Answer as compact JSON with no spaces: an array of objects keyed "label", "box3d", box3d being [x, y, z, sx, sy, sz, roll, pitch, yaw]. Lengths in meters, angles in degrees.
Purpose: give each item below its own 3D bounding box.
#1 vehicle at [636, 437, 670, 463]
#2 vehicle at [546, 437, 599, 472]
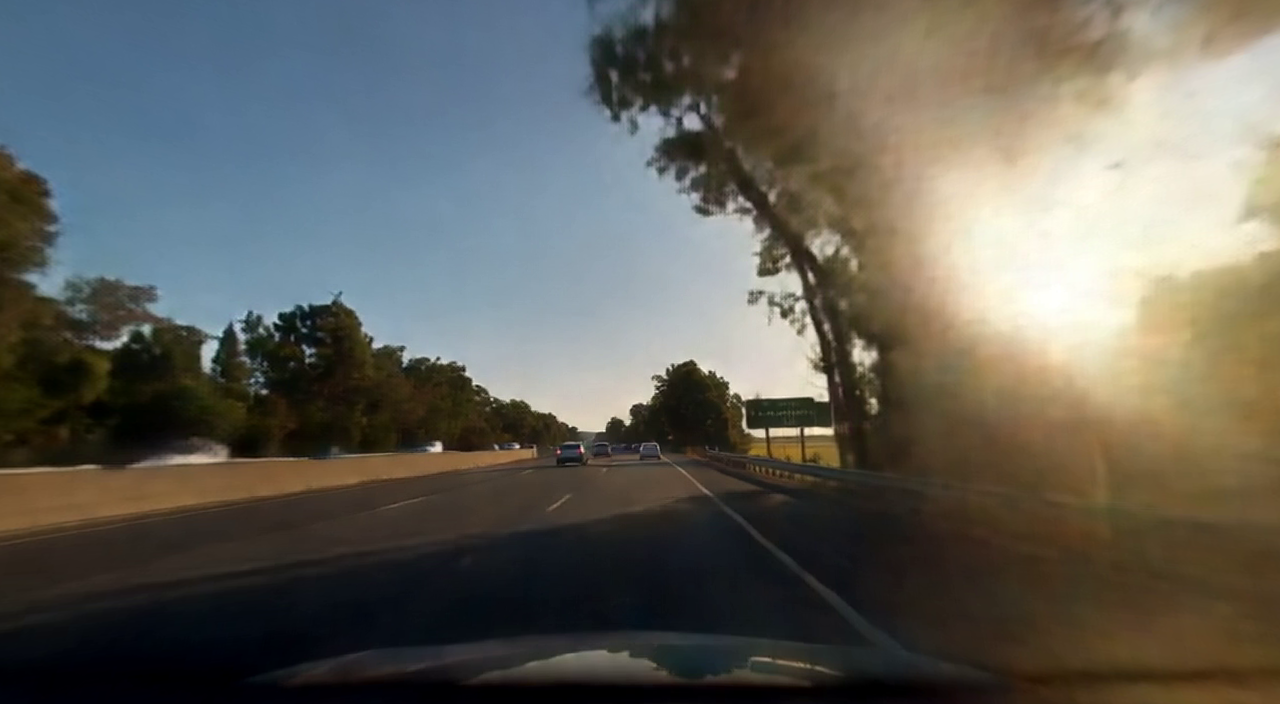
[{"label":"vehicle","box3d":[0.889,6.849,44.043,2.259,1.697,4.106,0,-8,1]},{"label":"vehicle","box3d":[-3.323,5.168,31.965,2.028,1.634,4.441,0,-8,2]}]
